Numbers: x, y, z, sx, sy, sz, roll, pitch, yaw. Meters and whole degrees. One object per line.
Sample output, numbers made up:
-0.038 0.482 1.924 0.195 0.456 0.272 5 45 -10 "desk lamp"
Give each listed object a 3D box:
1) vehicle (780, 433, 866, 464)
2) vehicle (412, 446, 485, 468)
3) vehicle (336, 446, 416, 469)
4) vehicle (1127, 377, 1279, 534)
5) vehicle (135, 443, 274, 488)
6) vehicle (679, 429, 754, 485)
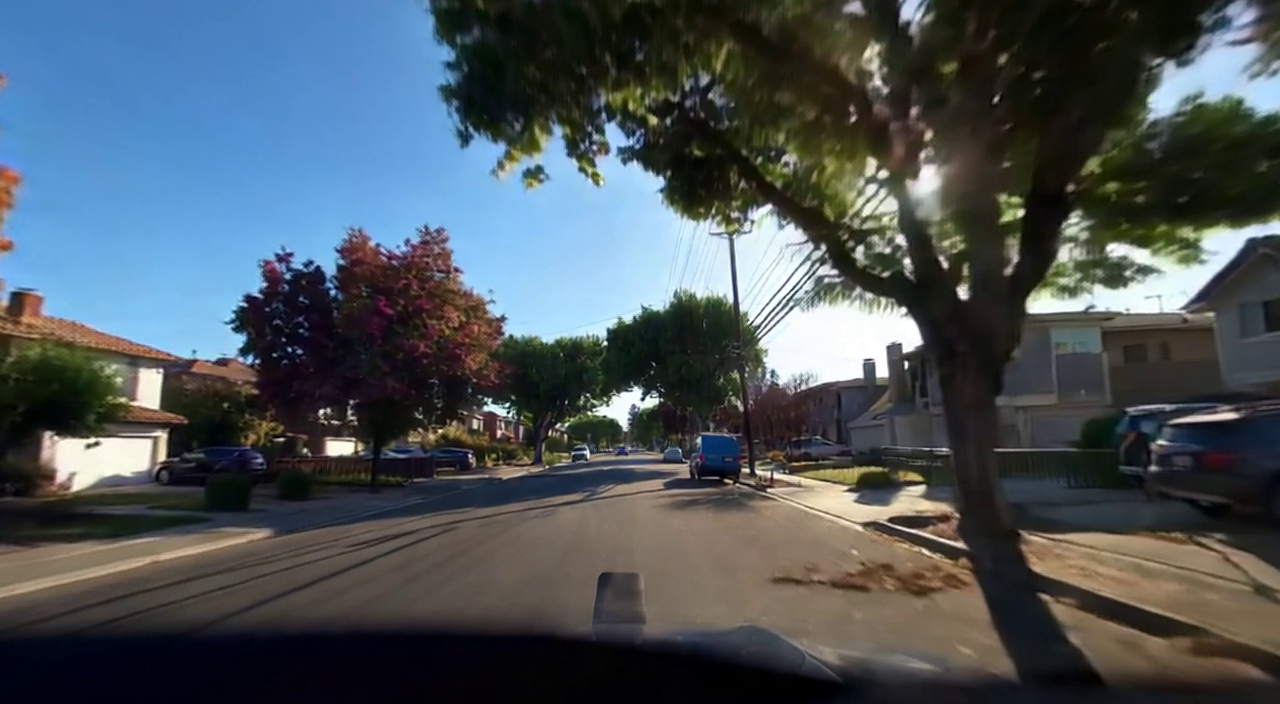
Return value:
11.046 5.853 38.315 4.602 1.799 1.859 0 -8 -1 "vehicle"
-13.230 7.302 43.887 4.443 1.475 1.932 0 -9 -2 "vehicle"
-18.171 7.282 43.615 4.615 1.482 2.073 1 -8 0 "vehicle"
10.296 1.327 8.801 5.030 1.915 2.221 -2 -8 2 "vehicle"
-18.420 4.800 26.899 4.414 1.731 2.008 -1 -8 -1 "vehicle"
2.953 4.246 25.832 2.311 2.069 5.156 0 -9 -1 "vehicle"
